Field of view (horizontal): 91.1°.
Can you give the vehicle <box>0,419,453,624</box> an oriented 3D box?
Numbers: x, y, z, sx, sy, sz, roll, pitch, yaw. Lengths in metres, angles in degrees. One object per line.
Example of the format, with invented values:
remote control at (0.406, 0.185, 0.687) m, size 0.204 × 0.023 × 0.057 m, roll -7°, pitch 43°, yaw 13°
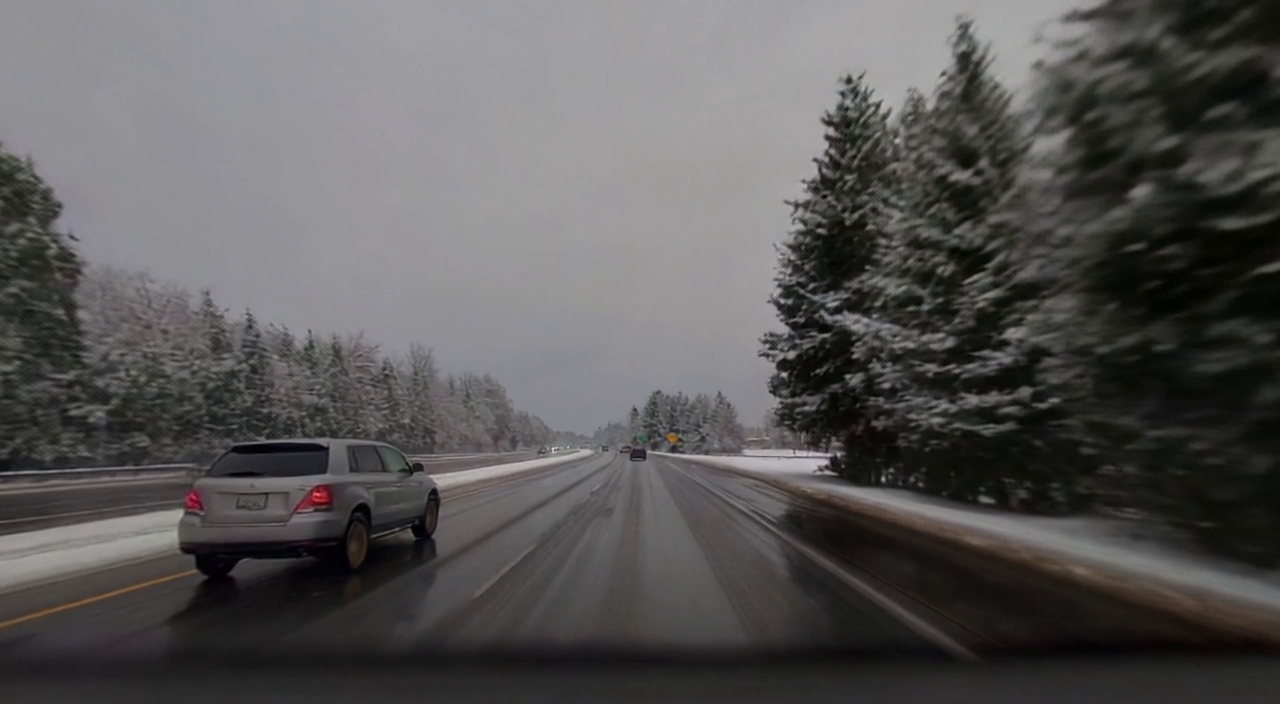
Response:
vehicle at (-3.974, 1.656, 7.282) m, size 2.092 × 1.562 × 4.748 m, roll 0°, pitch -8°, yaw 1°
